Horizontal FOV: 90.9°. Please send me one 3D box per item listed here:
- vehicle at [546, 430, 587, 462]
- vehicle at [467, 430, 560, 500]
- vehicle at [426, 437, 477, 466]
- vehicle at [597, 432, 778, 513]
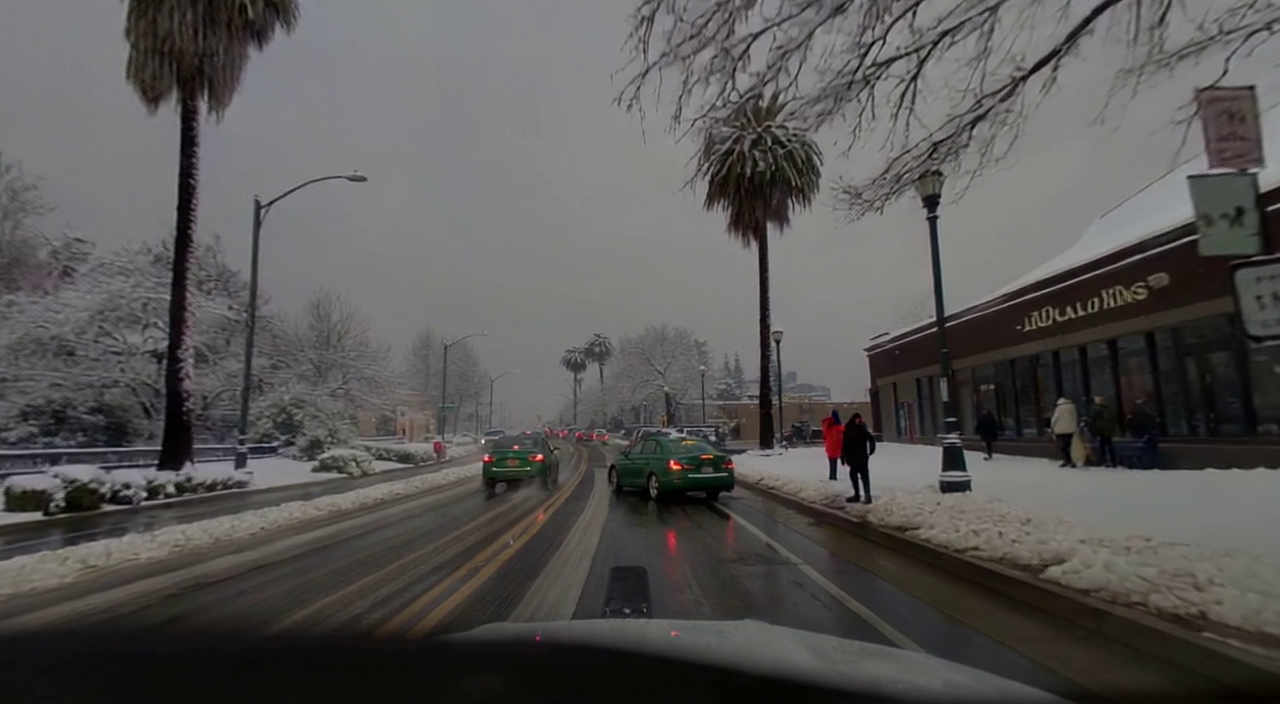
[{"bbox_3d":[-4.756,6.146,41.274,2.277,1.937,4.487,0,-9,-2],"label":"vehicle"},{"bbox_3d":[-3.282,3.001,17.198,2.039,1.628,4.331,0,-9,-5],"label":"vehicle"},{"bbox_3d":[-10.925,5.806,36.829,1.930,1.583,4.423,0,-9,-5],"label":"vehicle"},{"bbox_3d":[0.821,2.600,14.197,1.930,1.477,4.657,4,-10,-26],"label":"vehicle"}]
